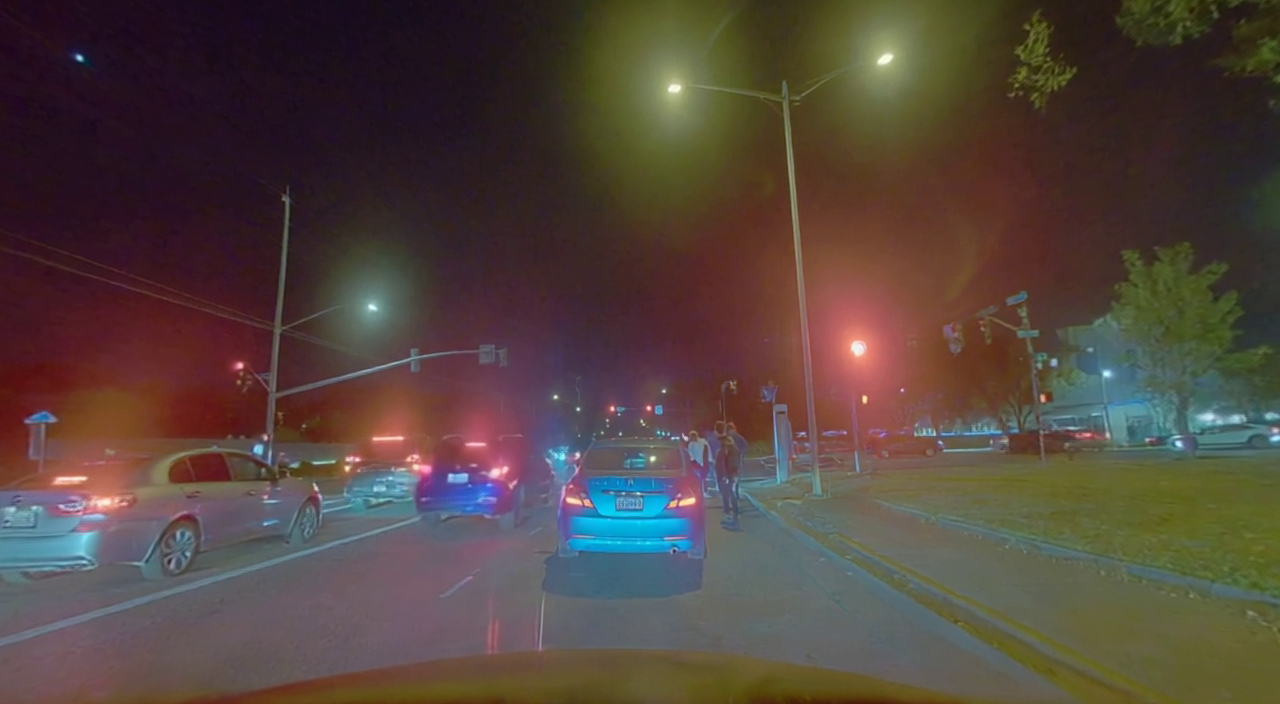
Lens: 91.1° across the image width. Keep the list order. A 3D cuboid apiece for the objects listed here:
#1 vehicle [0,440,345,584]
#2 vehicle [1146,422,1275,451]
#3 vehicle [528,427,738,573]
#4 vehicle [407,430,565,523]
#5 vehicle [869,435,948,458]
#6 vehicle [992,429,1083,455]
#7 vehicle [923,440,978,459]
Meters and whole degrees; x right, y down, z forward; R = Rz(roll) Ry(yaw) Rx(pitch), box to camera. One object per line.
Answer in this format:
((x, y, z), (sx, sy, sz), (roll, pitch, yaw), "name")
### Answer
((-6.338, 2.060, 9.001), (1.948, 1.530, 4.283), (0, -9, 3), "vehicle")
((30.535, 4.587, 33.801), (4.739, 1.472, 1.804), (-5, -10, 29), "vehicle")
((-0.052, 1.860, 8.688), (2.182, 1.501, 4.150), (0, -9, 1), "vehicle")
((-3.075, 2.605, 13.722), (2.040, 1.660, 4.609), (-1, -9, 3), "vehicle")
((17.563, 6.197, 41.114), (4.441, 1.452, 1.798), (-5, -10, 30), "vehicle")
((23.804, 5.435, 37.750), (4.454, 1.440, 1.816), (-5, -10, 30), "vehicle")
((24.619, 7.706, 49.784), (3.662, 1.442, 1.787), (-5, -10, 32), "vehicle")
